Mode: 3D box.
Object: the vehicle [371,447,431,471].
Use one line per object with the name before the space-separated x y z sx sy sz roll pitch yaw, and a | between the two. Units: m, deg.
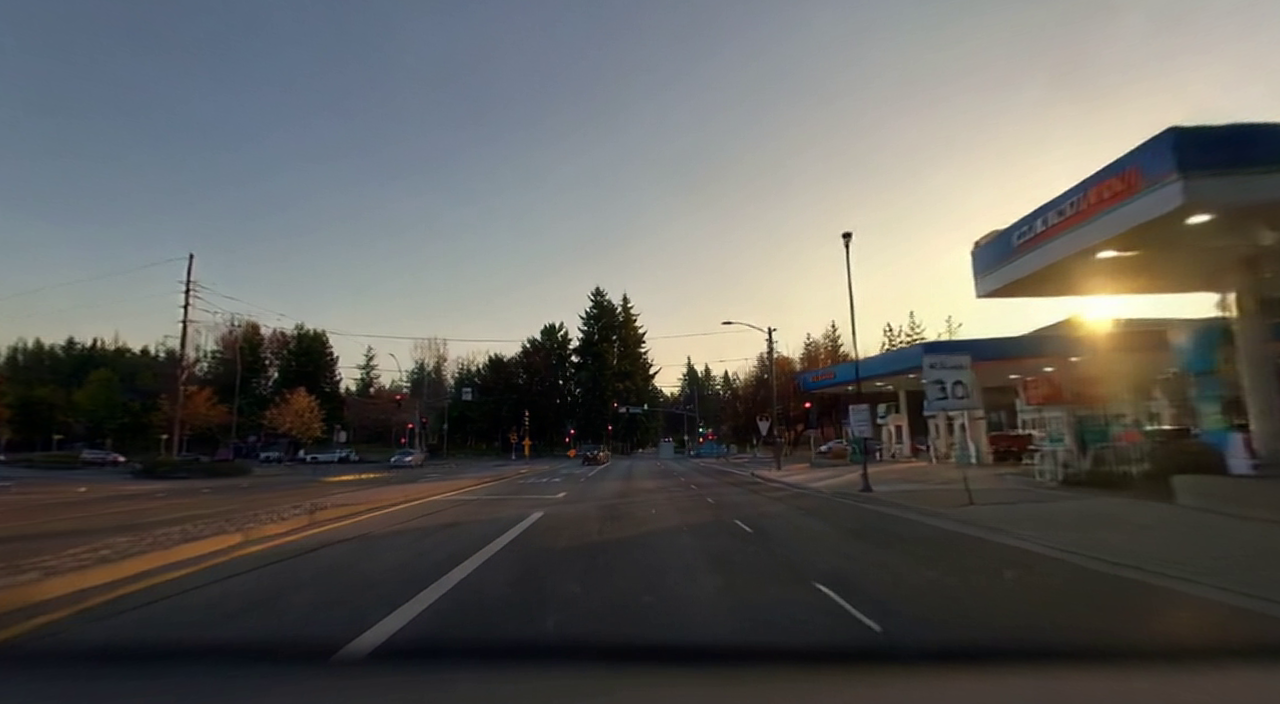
vehicle | -15.808 7.060 42.048 1.911 1.478 4.601 -1 -8 4
